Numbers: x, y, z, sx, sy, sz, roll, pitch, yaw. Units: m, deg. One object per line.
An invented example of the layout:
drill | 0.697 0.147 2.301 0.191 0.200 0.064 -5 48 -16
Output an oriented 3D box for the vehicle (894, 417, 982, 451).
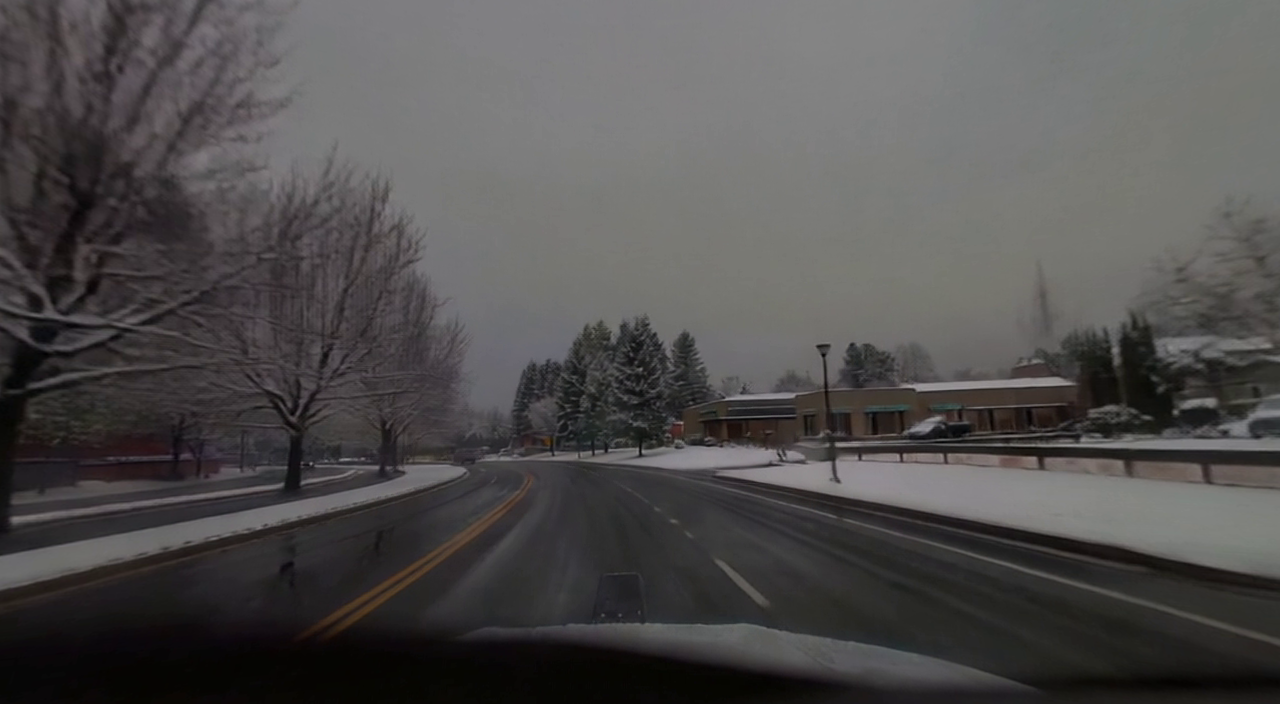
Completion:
vehicle | 17.766 4.887 37.653 4.802 1.900 2.373 4 -9 -32

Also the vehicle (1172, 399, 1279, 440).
vehicle | 26.068 3.007 27.566 2.033 1.533 4.370 -2 -9 4

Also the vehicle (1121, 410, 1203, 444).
vehicle | 24.286 3.539 29.331 4.230 1.459 1.889 7 -11 -37
